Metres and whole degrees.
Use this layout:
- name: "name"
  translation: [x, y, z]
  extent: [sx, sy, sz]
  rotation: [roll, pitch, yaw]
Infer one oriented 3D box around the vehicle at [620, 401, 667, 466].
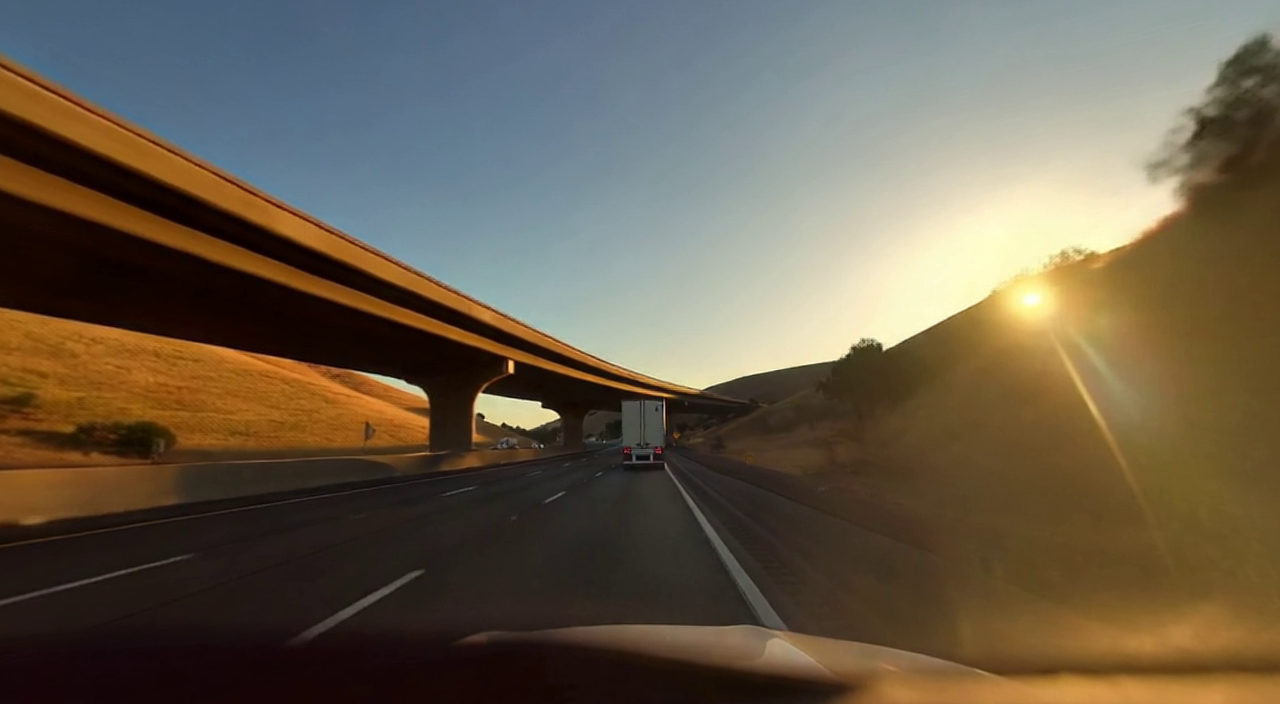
- name: "vehicle"
  translation: [0.163, 5.839, 44.451]
  extent: [2.866, 4.014, 11.261]
  rotation: [0, -8, 0]
